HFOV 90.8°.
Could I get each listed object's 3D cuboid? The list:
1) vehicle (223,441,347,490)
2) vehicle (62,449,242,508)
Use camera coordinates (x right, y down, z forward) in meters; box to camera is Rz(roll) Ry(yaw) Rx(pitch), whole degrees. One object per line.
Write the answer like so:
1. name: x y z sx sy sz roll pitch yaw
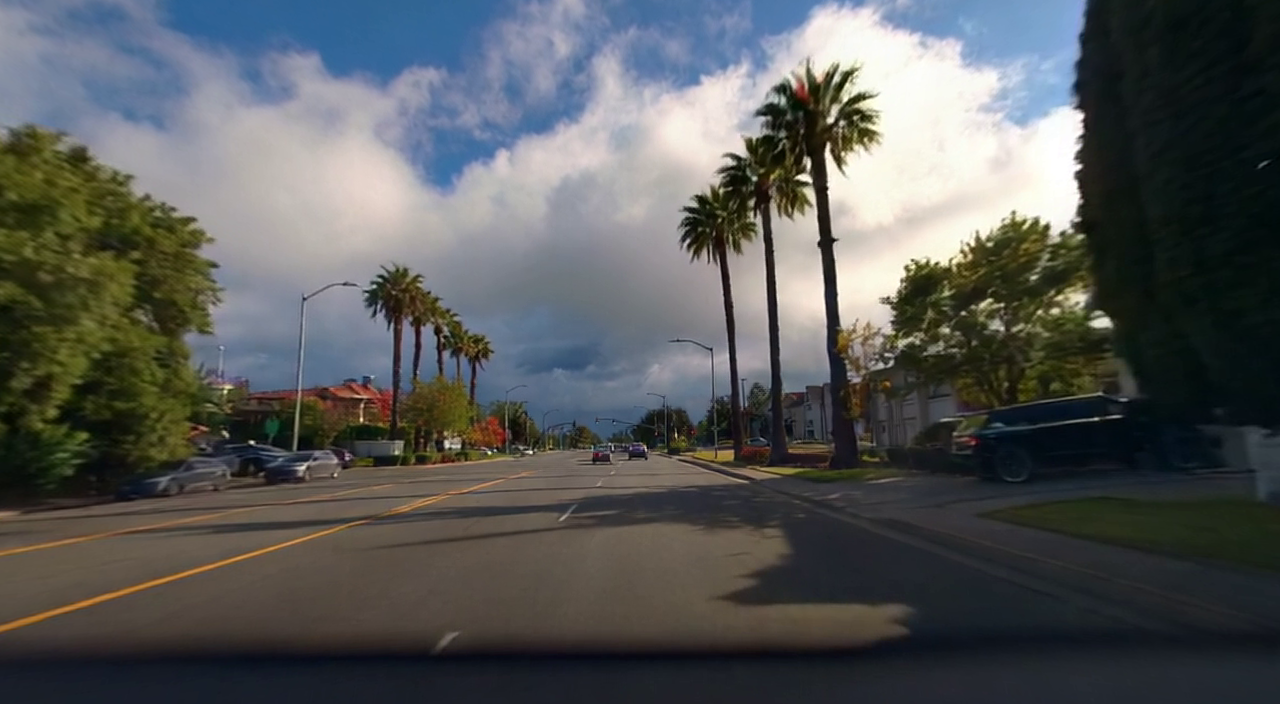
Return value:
1. vehicle: -14.350 4.601 26.027 2.143 1.808 5.265 0 -9 -1
2. vehicle: -14.229 3.678 18.853 1.883 1.496 4.445 0 -9 -1
